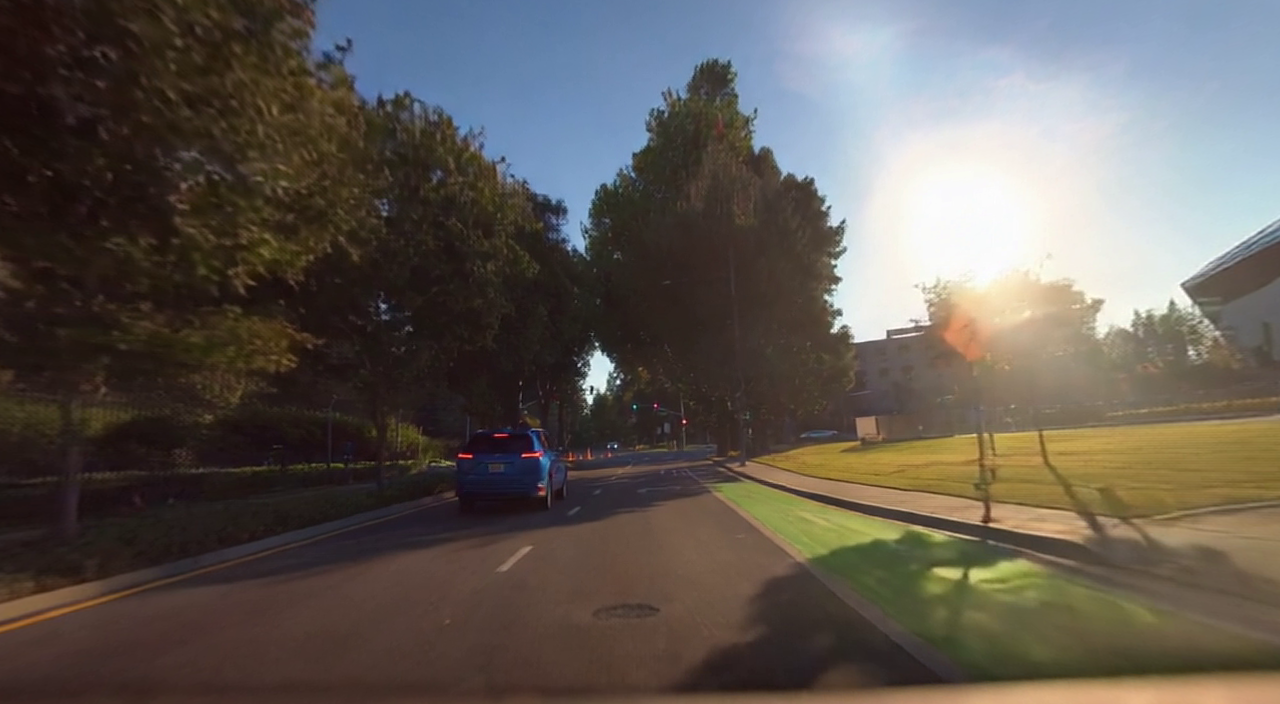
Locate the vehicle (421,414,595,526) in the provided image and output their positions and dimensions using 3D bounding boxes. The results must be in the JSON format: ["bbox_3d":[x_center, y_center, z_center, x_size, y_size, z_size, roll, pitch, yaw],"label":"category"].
[{"bbox_3d":[-2.347,2.293,12.780,2.339,1.790,4.629,-2,-9,2],"label":"vehicle"}]
